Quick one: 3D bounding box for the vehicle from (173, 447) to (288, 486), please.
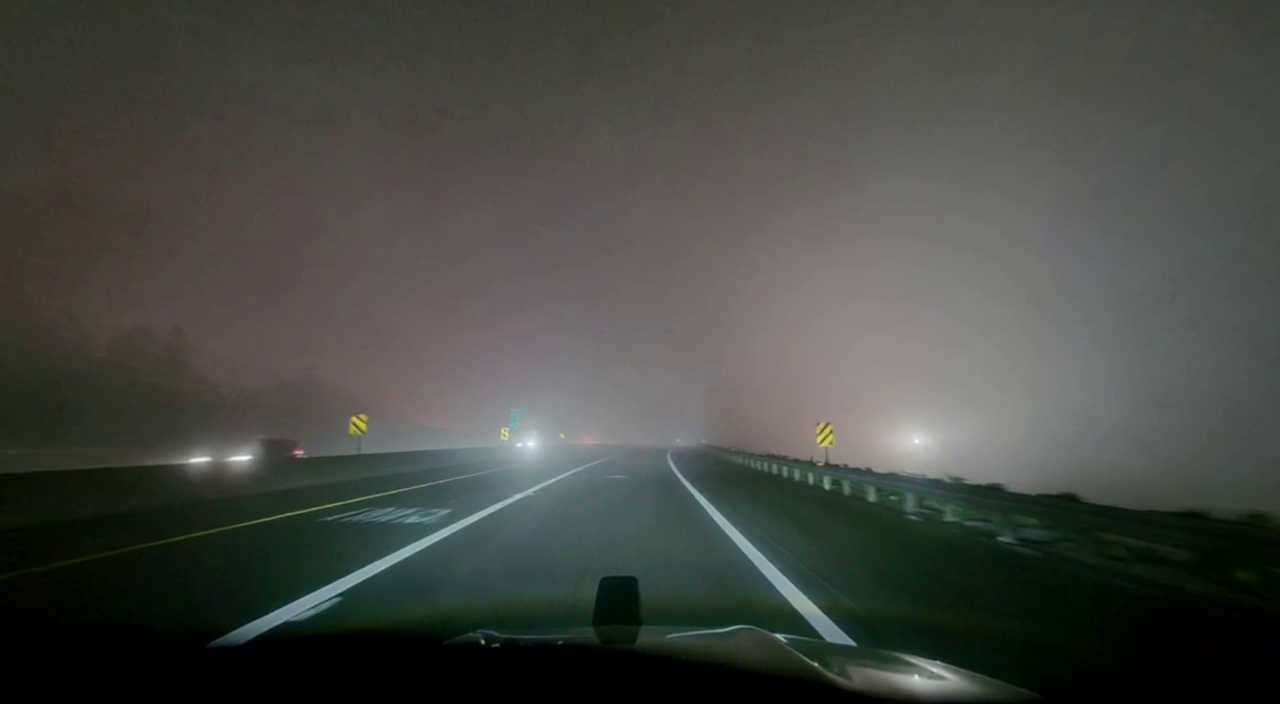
[{"bbox_3d":[-16.729,4.652,26.010,1.778,1.420,4.352,0,-8,0],"label":"vehicle"}]
